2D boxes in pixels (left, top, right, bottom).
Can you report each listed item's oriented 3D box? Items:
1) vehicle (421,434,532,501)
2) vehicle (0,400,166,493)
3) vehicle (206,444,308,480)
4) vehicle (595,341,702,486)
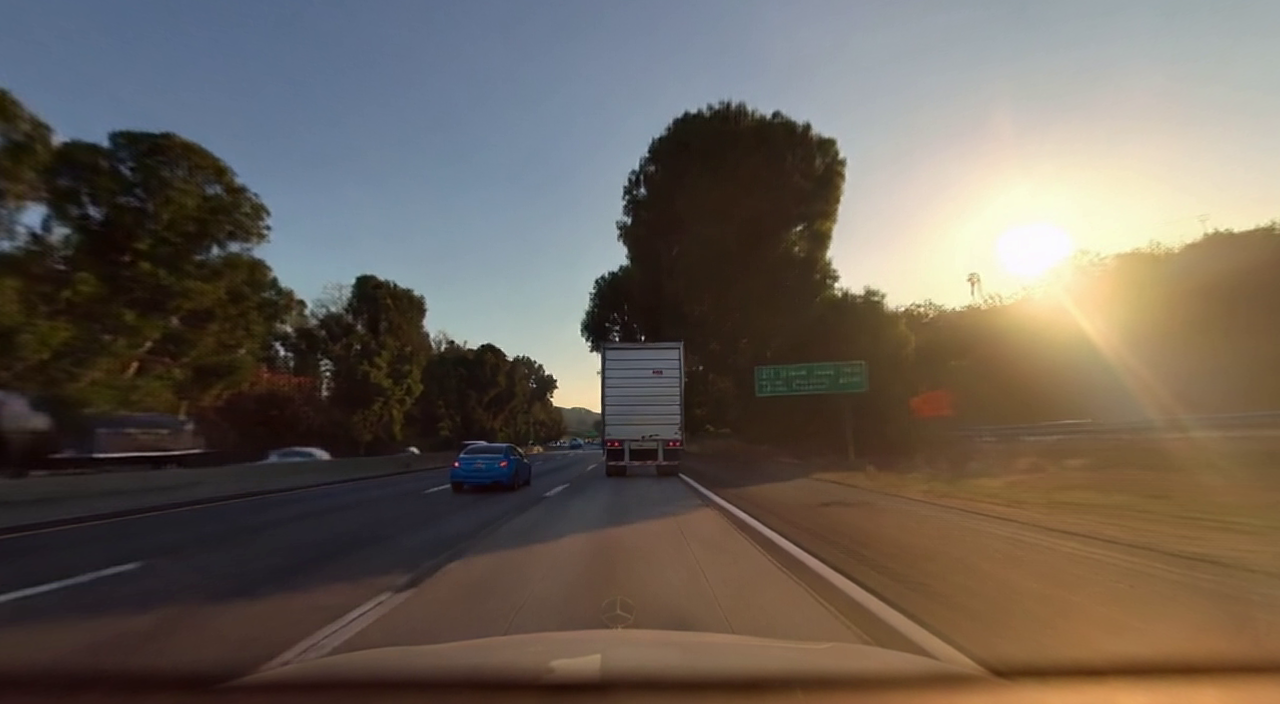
[{"bbox_3d":[-4.199,3.016,16.893,1.854,1.530,4.268,0,-8,0],"label":"vehicle"},{"bbox_3d":[-24.439,3.849,25.717,2.814,3.292,9.552,0,-8,-1],"label":"vehicle"},{"bbox_3d":[-16.745,4.797,27.805,1.874,1.450,4.289,0,-8,-2],"label":"vehicle"},{"bbox_3d":[0.117,2.505,23.562,3.073,4.196,10.546,0,-8,-1],"label":"vehicle"}]
